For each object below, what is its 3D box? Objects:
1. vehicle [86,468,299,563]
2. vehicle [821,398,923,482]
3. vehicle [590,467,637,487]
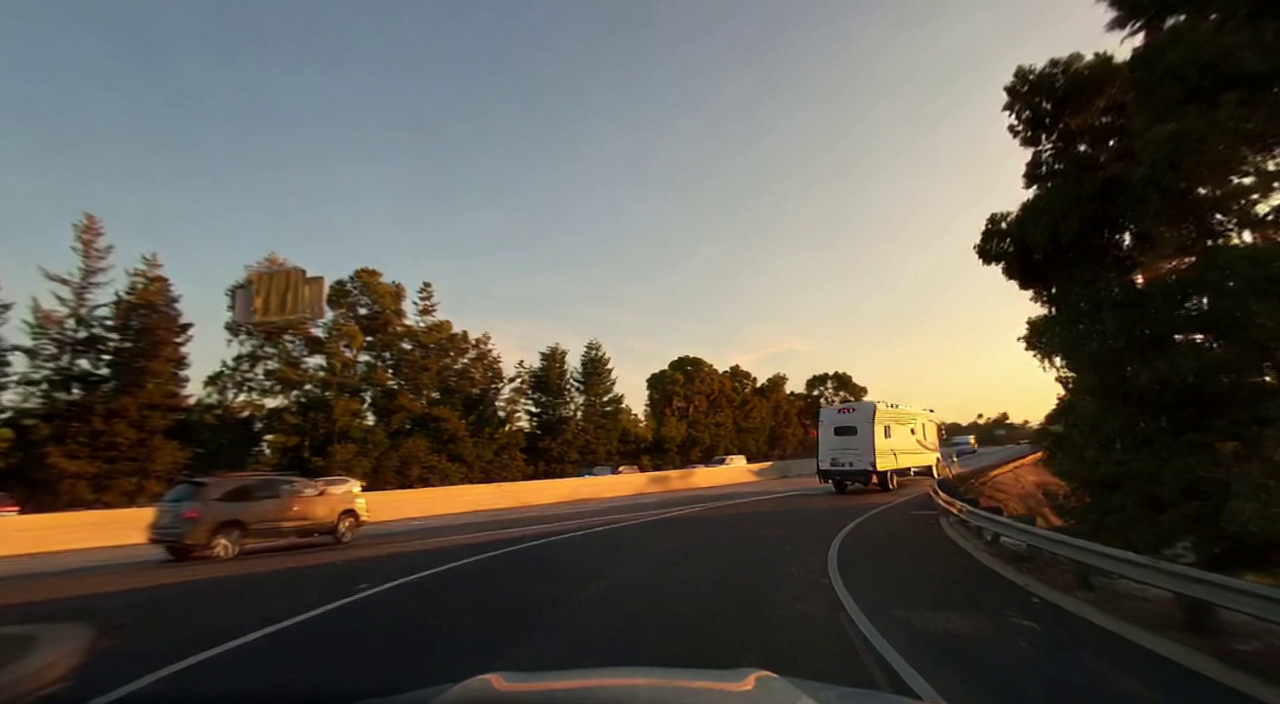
[{"bbox_3d":[-8.994,3.193,12.851,1.778,1.560,3.030,-7,-11,37],"label":"vehicle"},{"bbox_3d":[14.005,5.310,37.518,3.123,4.328,9.076,-7,-11,35],"label":"vehicle"},{"bbox_3d":[-2.025,9.773,49.376,1.746,1.384,3.705,-6,-11,35],"label":"vehicle"}]
